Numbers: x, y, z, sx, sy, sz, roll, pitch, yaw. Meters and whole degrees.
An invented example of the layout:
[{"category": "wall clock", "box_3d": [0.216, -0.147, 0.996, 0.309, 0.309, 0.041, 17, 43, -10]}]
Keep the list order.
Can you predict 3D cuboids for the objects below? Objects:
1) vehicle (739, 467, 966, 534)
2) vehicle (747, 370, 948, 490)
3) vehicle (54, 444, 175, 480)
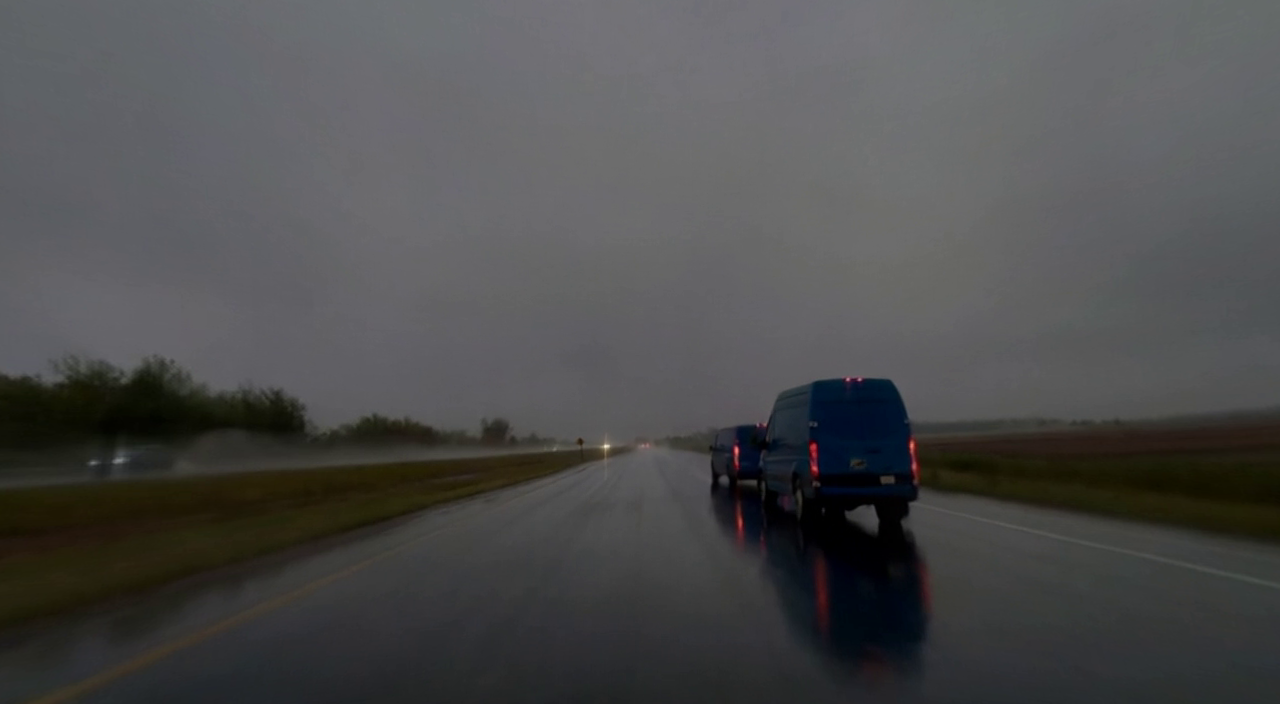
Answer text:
[{"category": "vehicle", "box_3d": [4.008, 3.032, 13.586, 2.702, 0.824, 6.391, 0, -8, 0]}, {"category": "vehicle", "box_3d": [4.062, 1.751, 13.757, 2.444, 2.053, 5.616, 0, -8, 0]}, {"category": "vehicle", "box_3d": [-32.732, 6.847, 39.612, 2.429, 2.024, 5.989, 0, -8, 0]}]
